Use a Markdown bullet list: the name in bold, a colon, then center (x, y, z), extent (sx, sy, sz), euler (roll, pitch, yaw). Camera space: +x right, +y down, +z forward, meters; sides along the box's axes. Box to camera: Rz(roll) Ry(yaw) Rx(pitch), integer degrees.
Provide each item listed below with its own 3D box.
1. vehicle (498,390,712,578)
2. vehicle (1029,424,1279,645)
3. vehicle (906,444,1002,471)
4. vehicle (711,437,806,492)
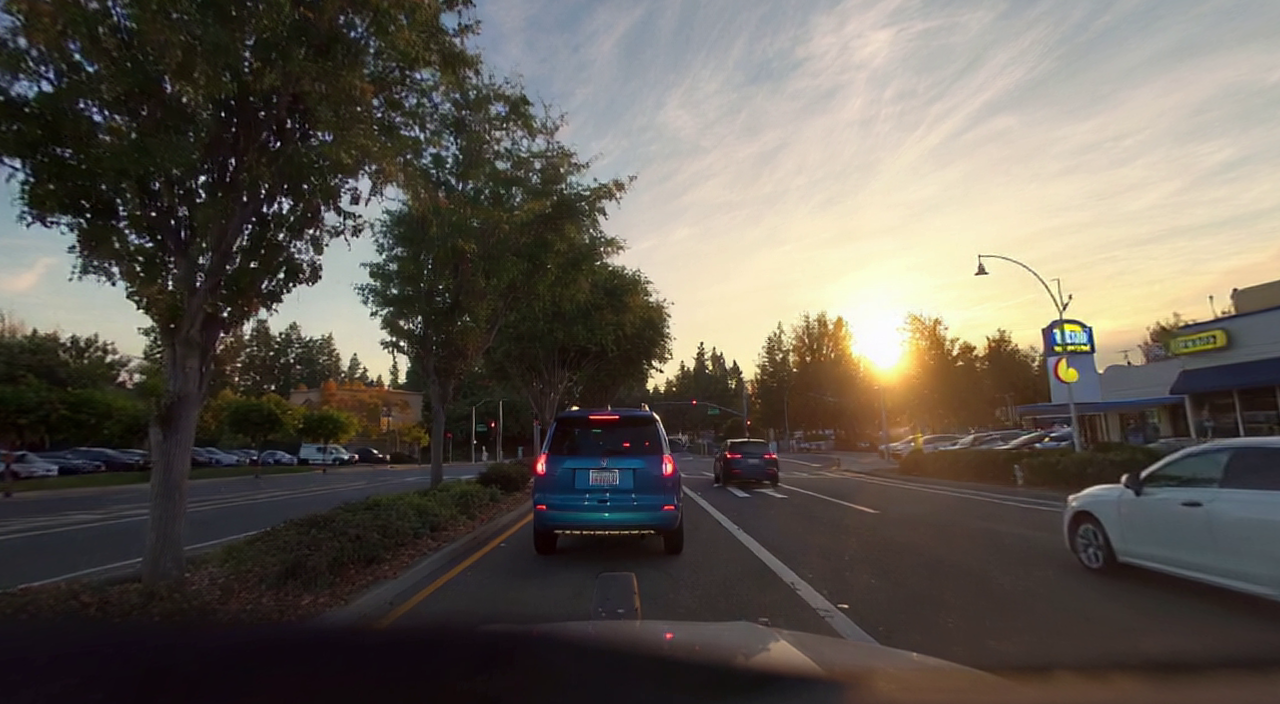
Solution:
- **vehicle**: center (-0.303, 1.646, 8.639), extent (2.096, 1.837, 4.687), euler (0, -9, 1)
- **vehicle**: center (5.300, 1.300, 4.702), extent (1.930, 1.478, 4.643), euler (0, -9, 1)
- **vehicle**: center (17.201, 5.776, 34.767), extent (4.290, 1.427, 1.751), euler (0, -9, 2)
- **vehicle**: center (3.691, 3.612, 20.707), extent (2.098, 1.555, 4.778), euler (0, -9, -1)
